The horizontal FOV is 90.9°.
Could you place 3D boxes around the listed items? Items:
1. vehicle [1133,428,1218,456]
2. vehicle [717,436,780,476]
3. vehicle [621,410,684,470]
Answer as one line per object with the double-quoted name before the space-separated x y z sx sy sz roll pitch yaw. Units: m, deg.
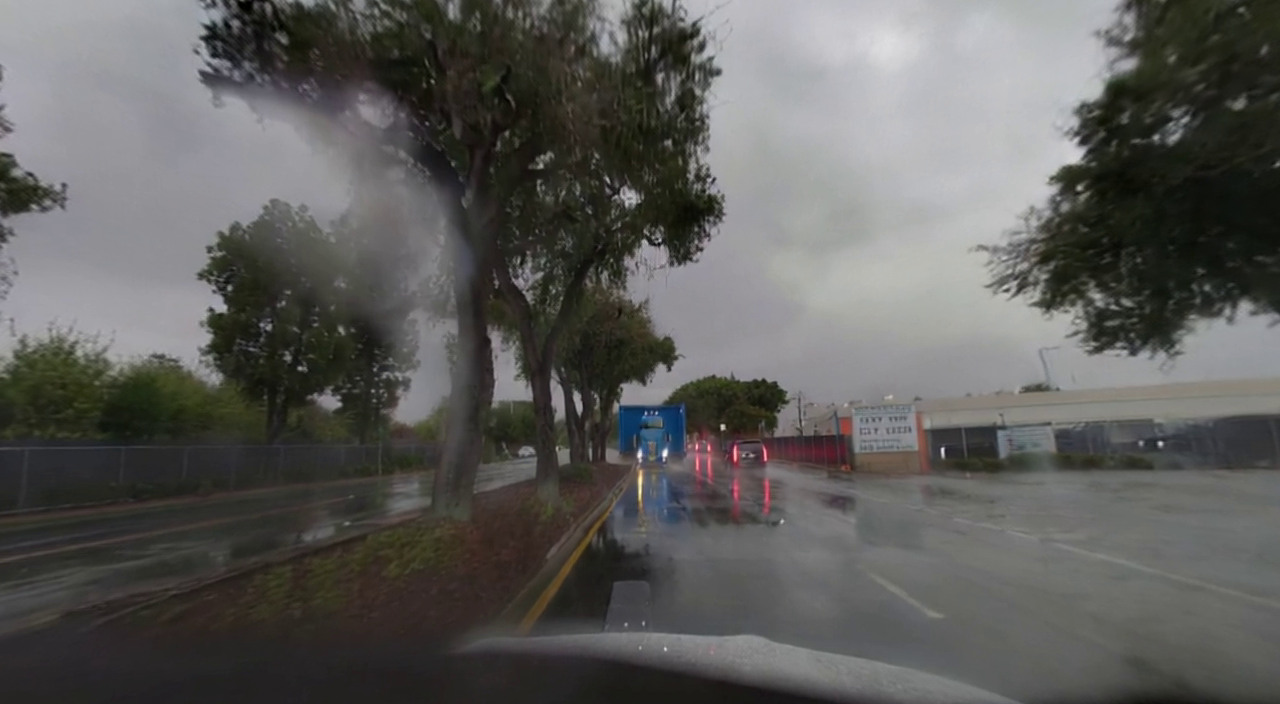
"vehicle" 37.499 6.381 44.383 2.389 1.806 5.792 -3 -9 18
"vehicle" 4.852 4.709 28.851 2.151 1.662 4.543 0 -8 1
"vehicle" 0.708 4.952 35.317 3.197 2.963 7.055 0 -8 1
